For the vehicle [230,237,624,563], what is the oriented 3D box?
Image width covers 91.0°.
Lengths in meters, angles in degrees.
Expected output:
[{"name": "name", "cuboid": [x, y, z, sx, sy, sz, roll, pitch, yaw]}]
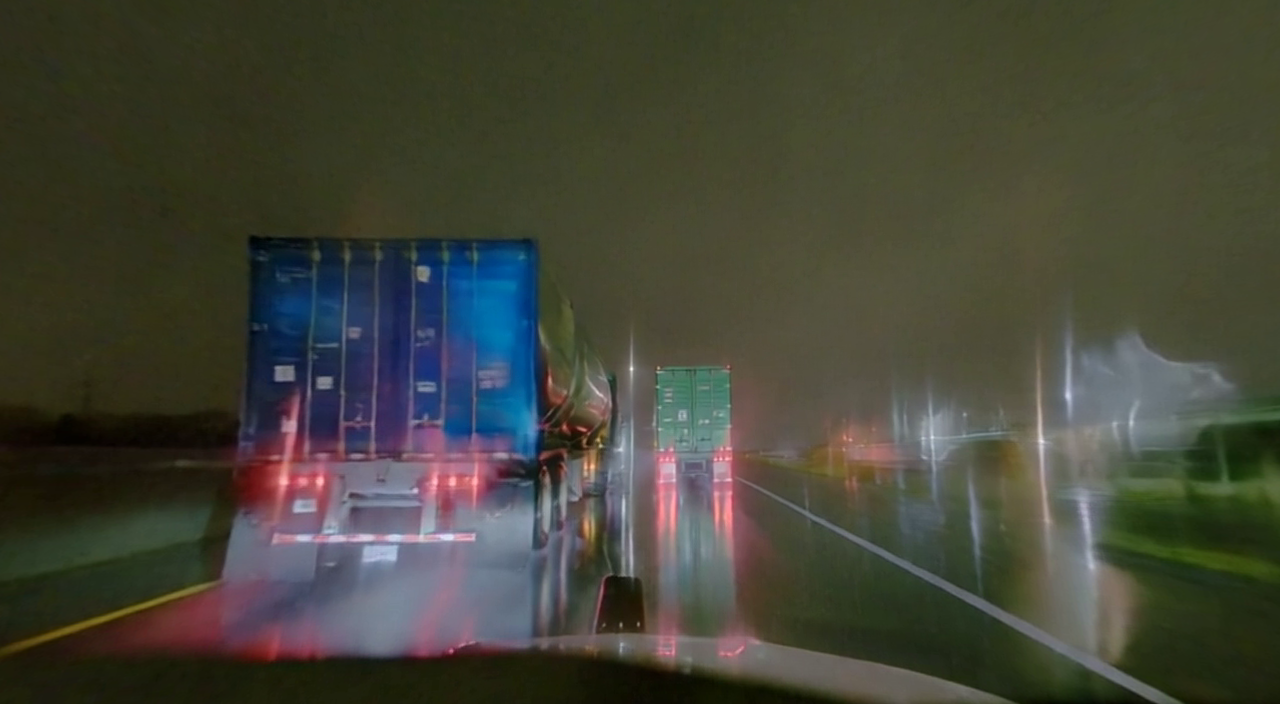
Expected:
[{"name": "vehicle", "cuboid": [-2.550, 1.765, 15.571, 3.267, 3.655, 17.154, 0, -9, 2]}]

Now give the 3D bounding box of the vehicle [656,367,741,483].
[{"name": "vehicle", "cuboid": [2.219, 3.378, 27.644, 2.942, 4.003, 11.297, 0, -9, 2]}]
